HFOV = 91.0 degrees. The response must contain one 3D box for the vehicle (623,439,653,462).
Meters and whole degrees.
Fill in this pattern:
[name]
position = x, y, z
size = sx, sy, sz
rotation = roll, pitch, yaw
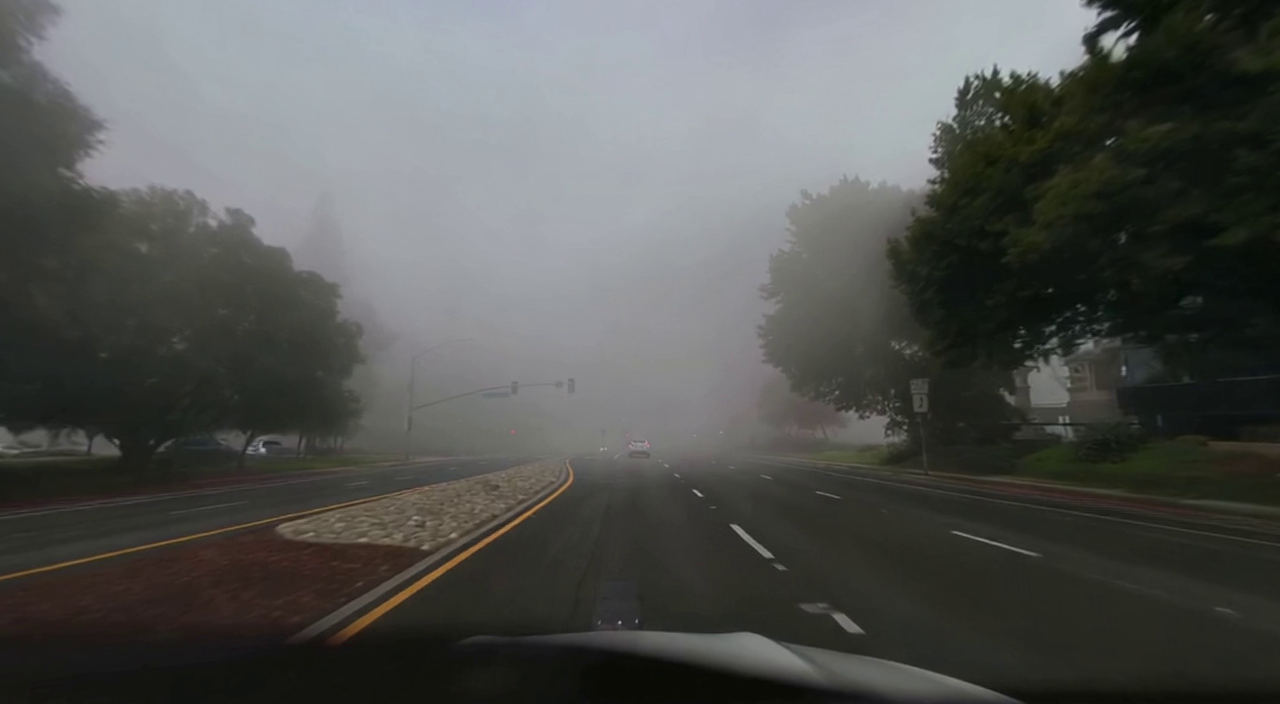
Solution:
[vehicle]
position = -0.120, 6.943, 44.421
size = 2.064, 1.477, 3.968
rotation = 0, -9, 1
